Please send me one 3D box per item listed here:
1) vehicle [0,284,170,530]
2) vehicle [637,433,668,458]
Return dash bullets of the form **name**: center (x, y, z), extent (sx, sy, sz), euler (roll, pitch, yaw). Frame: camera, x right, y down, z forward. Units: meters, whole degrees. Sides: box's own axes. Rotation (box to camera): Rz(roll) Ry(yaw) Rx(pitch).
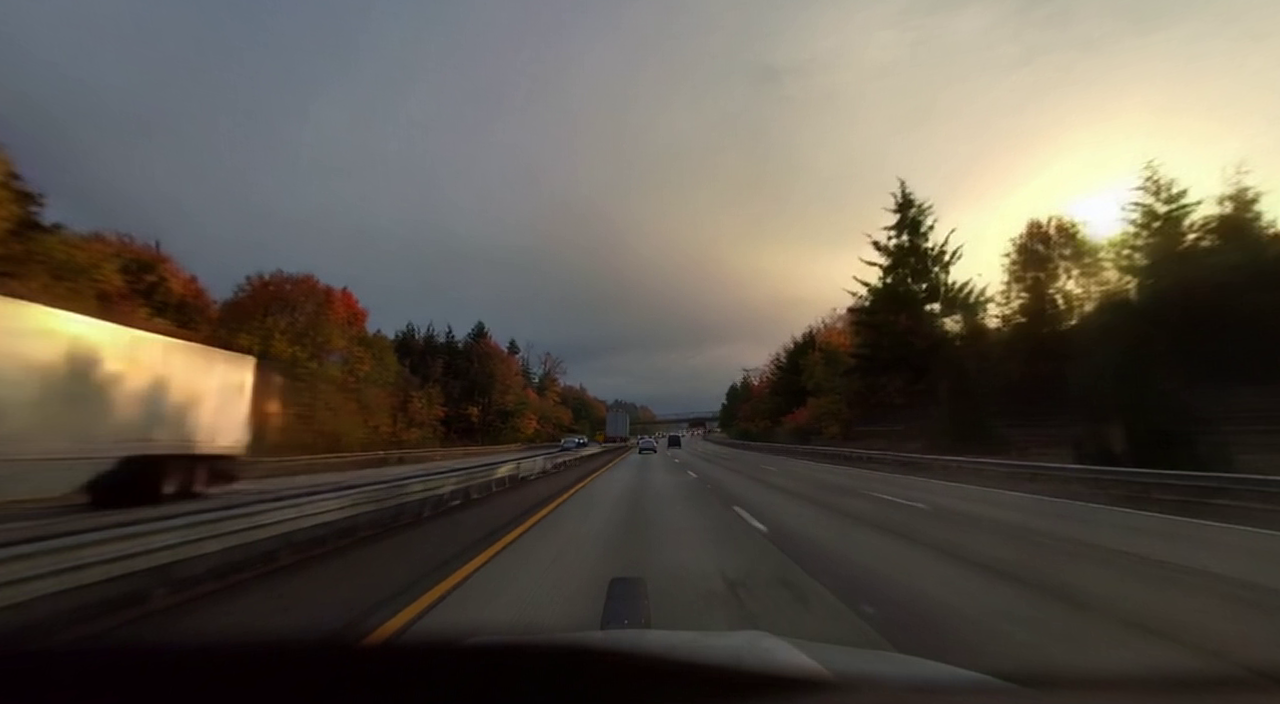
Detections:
- **vehicle**: center (-11.489, 0.552, 7.702), extent (2.835, 3.812, 10.934), euler (0, -8, 1)
- **vehicle**: center (0.781, 6.087, 40.926), extent (1.924, 1.498, 3.817), euler (0, -8, 0)
